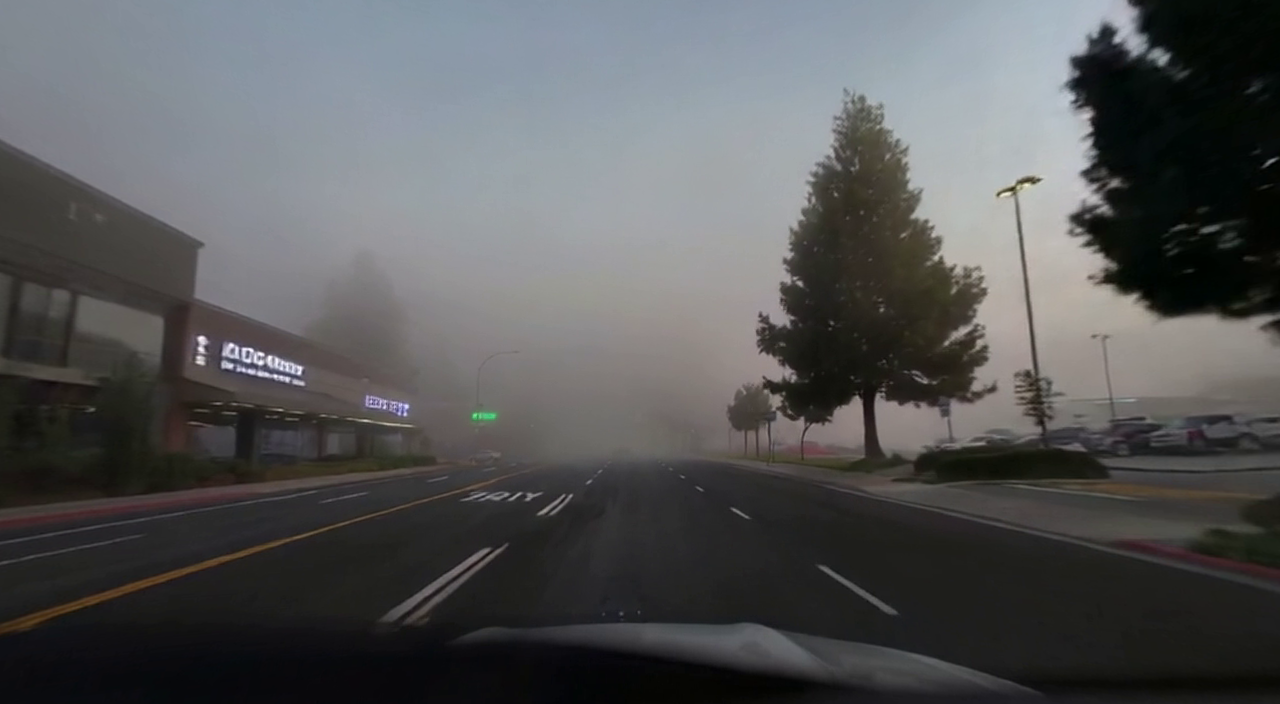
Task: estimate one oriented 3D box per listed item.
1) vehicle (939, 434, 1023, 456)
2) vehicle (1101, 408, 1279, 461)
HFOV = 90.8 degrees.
[{"bbox_3d":[23.178,6.323,43.024,4.579,1.482,1.911,0,-8,1],"label":"vehicle"},{"bbox_3d":[23.553,3.507,26.674,6.239,2.118,2.380,0,-8,-1],"label":"vehicle"}]
